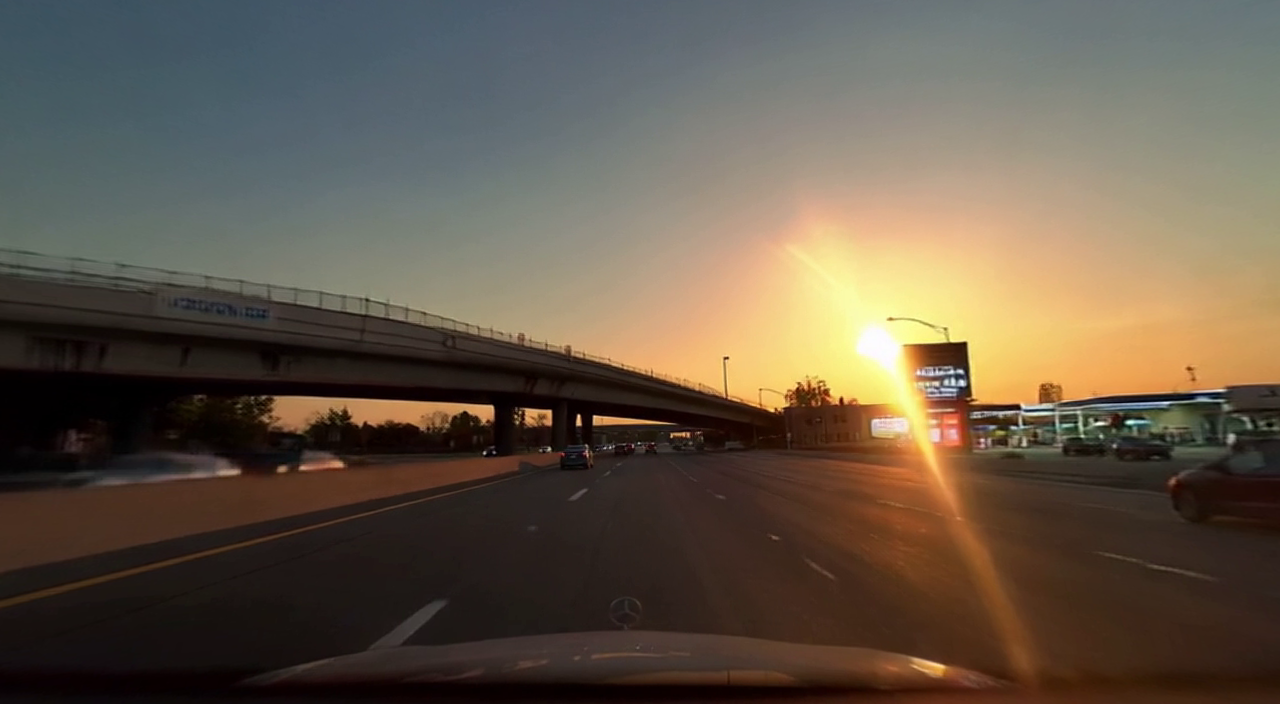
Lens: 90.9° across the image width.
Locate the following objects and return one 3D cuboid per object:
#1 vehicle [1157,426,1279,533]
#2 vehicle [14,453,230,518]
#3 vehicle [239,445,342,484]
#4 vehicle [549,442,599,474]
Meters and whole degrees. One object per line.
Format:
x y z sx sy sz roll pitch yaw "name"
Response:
9.759 1.701 8.341 1.909 1.467 4.940 -1 -8 4 "vehicle"
-14.031 3.605 17.597 1.926 1.473 4.838 -1 -9 0 "vehicle"
-17.721 5.683 32.300 2.440 1.816 4.846 -1 -9 1 "vehicle"
-3.347 5.499 32.927 2.114 1.510 4.186 -1 -9 1 "vehicle"
